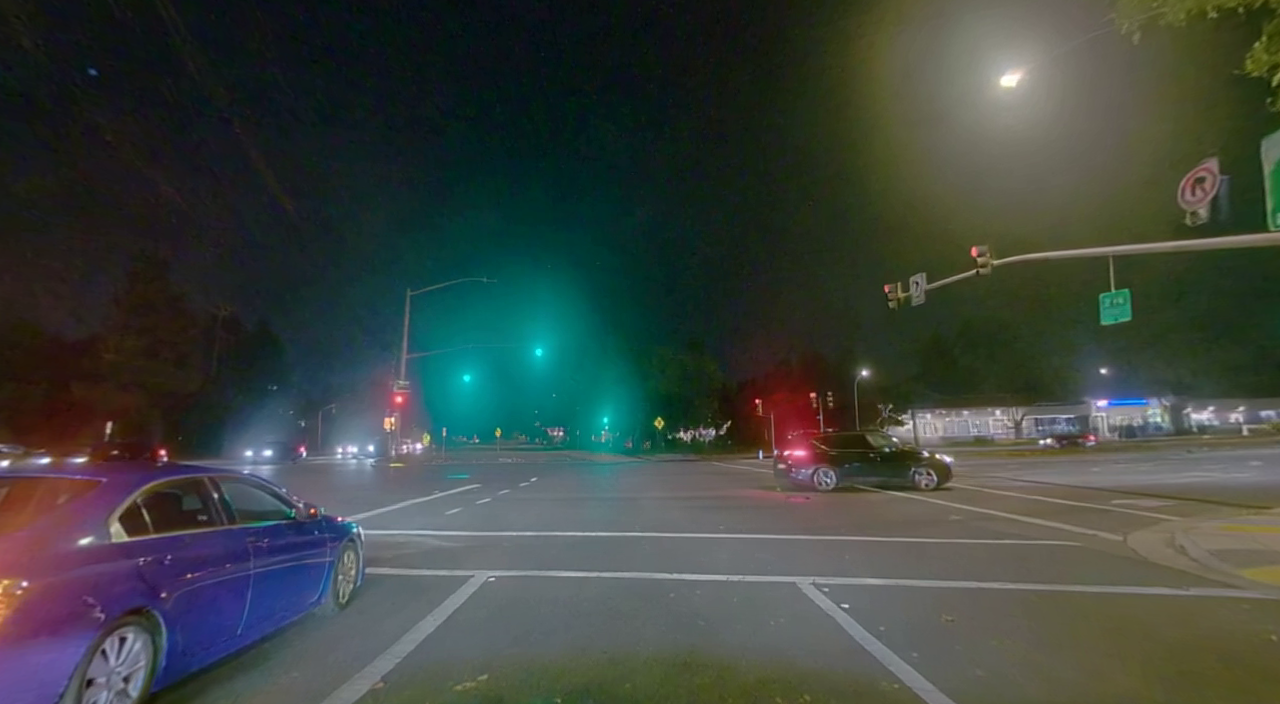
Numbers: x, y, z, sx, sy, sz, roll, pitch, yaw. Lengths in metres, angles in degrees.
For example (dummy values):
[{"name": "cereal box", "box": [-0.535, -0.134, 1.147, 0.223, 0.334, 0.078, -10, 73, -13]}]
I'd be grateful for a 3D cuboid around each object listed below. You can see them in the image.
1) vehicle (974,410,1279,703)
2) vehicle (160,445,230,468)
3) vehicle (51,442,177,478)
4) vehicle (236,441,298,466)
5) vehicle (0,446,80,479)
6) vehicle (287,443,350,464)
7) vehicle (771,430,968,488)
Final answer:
[{"name": "vehicle", "box": [4.114, 1.064, 3.309, 1.940, 1.487, 4.562, 0, -8, -4]}, {"name": "vehicle", "box": [-34.209, 8.001, 48.614, 2.079, 1.681, 4.675, 0, -8, -2]}, {"name": "vehicle", "box": [-23.167, 4.753, 28.004, 2.001, 1.427, 4.285, 0, -8, -2]}, {"name": "vehicle", "box": [-27.326, 7.448, 46.320, 1.886, 1.694, 4.420, 0, -8, -2]}, {"name": "vehicle", "box": [-29.911, 5.270, 30.333, 1.877, 1.475, 4.455, 0, -8, -2]}, {"name": "vehicle", "box": [-23.438, 7.411, 46.182, 2.206, 1.447, 4.697, 0, -8, -2]}, {"name": "vehicle", "box": [6.926, 3.294, 19.517, 5.260, 1.657, 2.026, 0, -8, 1]}]
